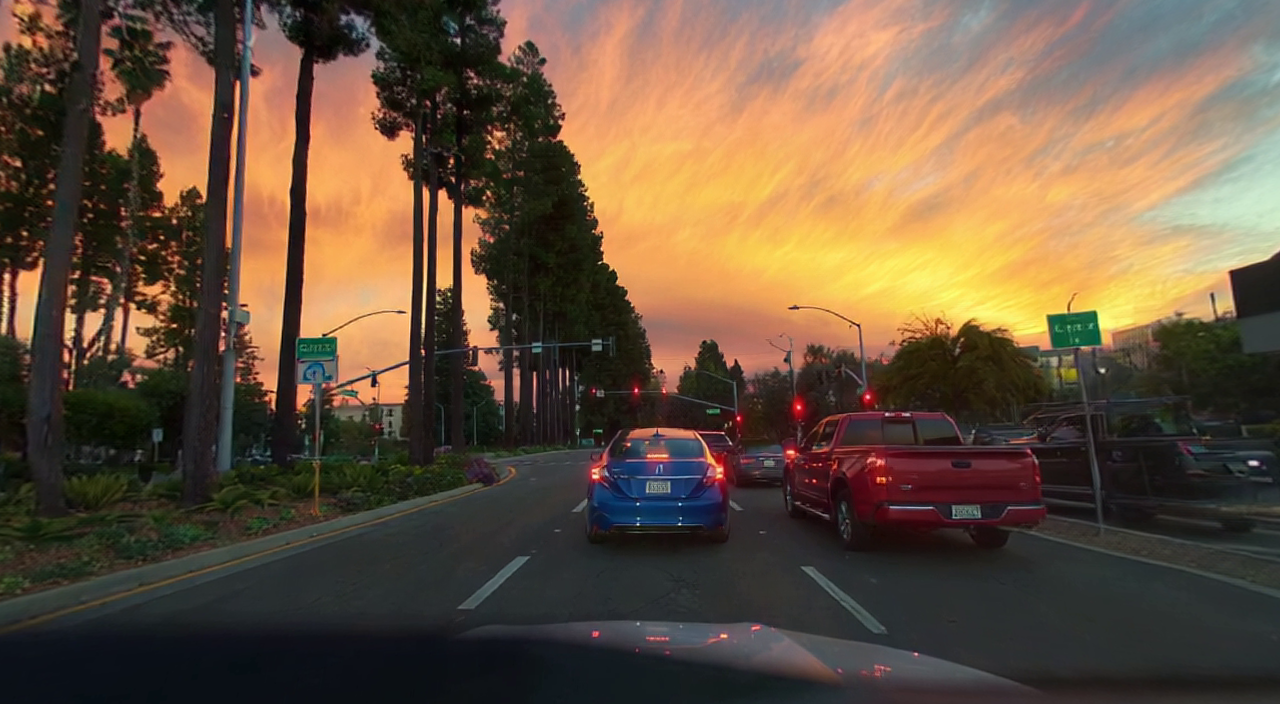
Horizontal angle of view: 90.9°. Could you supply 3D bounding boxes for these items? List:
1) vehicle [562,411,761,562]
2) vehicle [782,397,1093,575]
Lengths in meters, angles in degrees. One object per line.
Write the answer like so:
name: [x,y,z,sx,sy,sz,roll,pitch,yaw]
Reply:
vehicle: [0.247,1.772,8.978,2.168,1.641,4.039,0,-8,0]
vehicle: [3.389,1.627,8.377,2.099,1.725,4.290,0,-8,1]
